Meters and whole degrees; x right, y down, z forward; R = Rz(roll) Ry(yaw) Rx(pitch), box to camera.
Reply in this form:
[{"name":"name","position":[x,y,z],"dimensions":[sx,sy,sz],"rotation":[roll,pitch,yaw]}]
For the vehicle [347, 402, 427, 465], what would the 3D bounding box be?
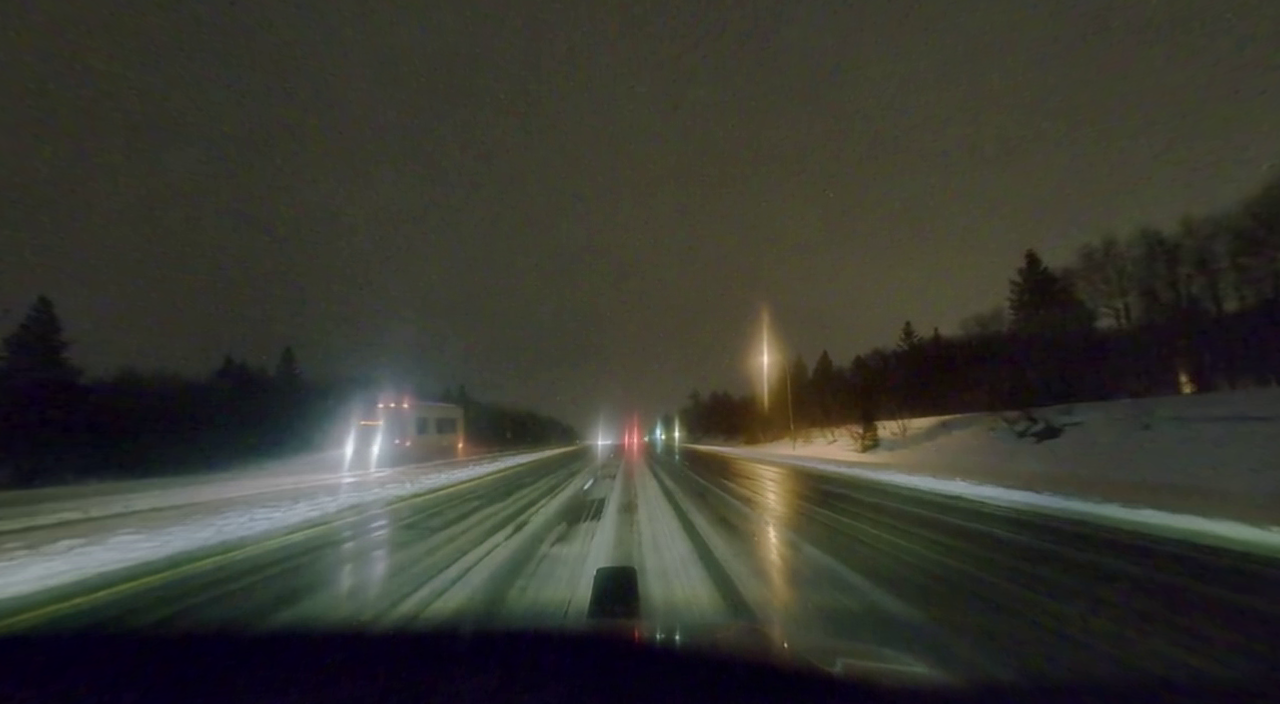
[{"name":"vehicle","position":[-16.851,5.500,42.526],"dimensions":[3.027,3.960,5.873],"rotation":[0,-8,-2]}]
